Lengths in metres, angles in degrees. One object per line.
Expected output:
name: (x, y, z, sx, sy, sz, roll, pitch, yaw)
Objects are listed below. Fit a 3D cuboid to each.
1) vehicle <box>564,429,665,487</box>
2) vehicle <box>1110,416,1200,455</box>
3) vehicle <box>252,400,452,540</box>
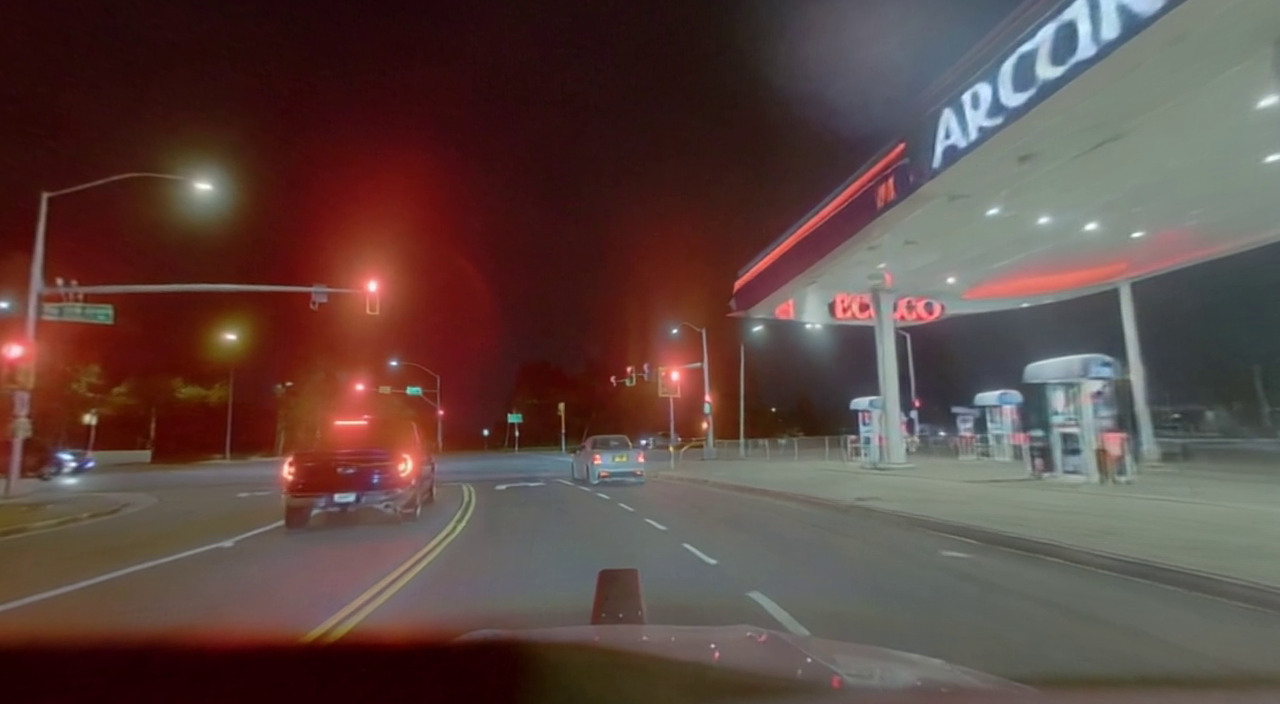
vehicle: (-1.055, 3.754, 22.560, 2.202, 1.822, 4.826, 4, -9, -20)
vehicle: (25.393, 4.176, 31.003, 4.595, 1.764, 2.160, 6, -11, -35)
vehicle: (-4.954, 2.101, 11.740, 2.254, 2.006, 4.766, 2, -9, -11)
